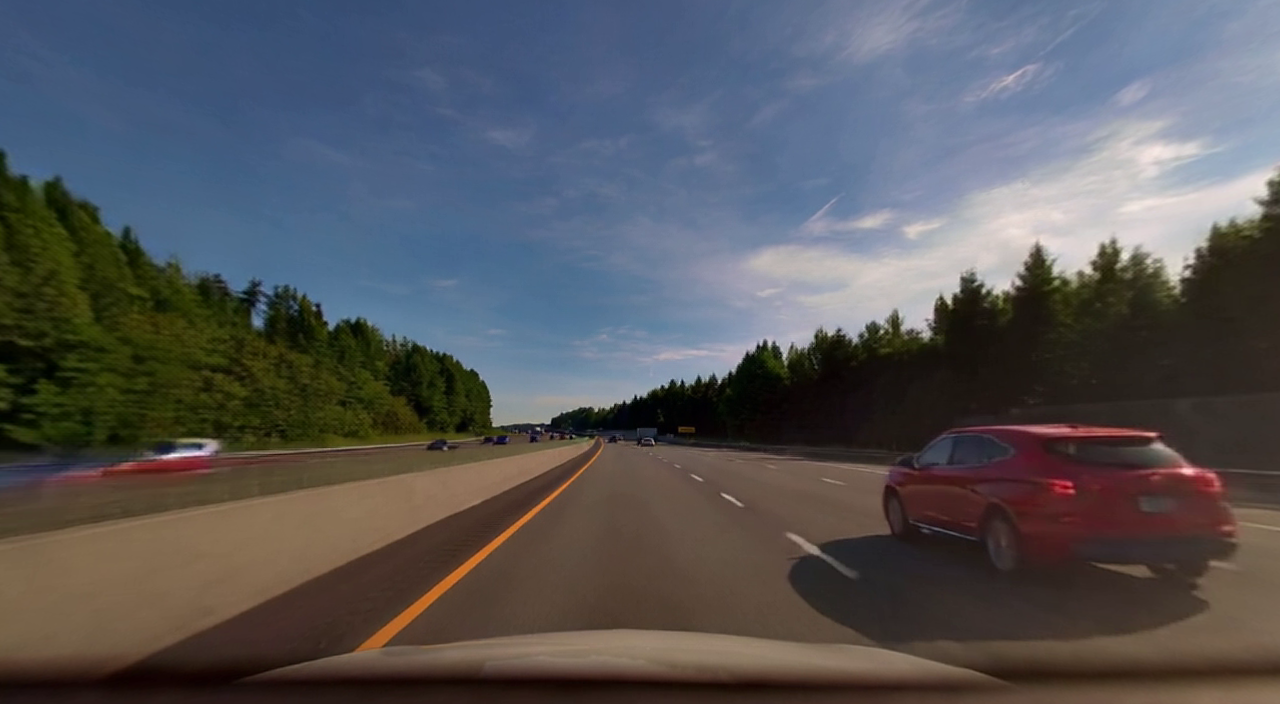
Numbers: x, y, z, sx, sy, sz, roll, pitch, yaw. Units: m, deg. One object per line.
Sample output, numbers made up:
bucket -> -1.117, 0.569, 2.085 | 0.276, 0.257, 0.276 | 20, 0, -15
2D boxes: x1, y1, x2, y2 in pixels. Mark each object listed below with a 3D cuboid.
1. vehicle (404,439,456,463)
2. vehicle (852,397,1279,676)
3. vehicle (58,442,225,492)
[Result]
vehicle -> -13.689, 6.454, 41.314 | 1.905, 1.464, 4.510 | 0, -8, -1
vehicle -> 3.670, 1.309, 5.673 | 1.958, 1.526, 4.227 | 0, -8, -1
vehicle -> -16.869, 3.863, 21.732 | 1.917, 1.484, 4.826 | 0, -8, -1
